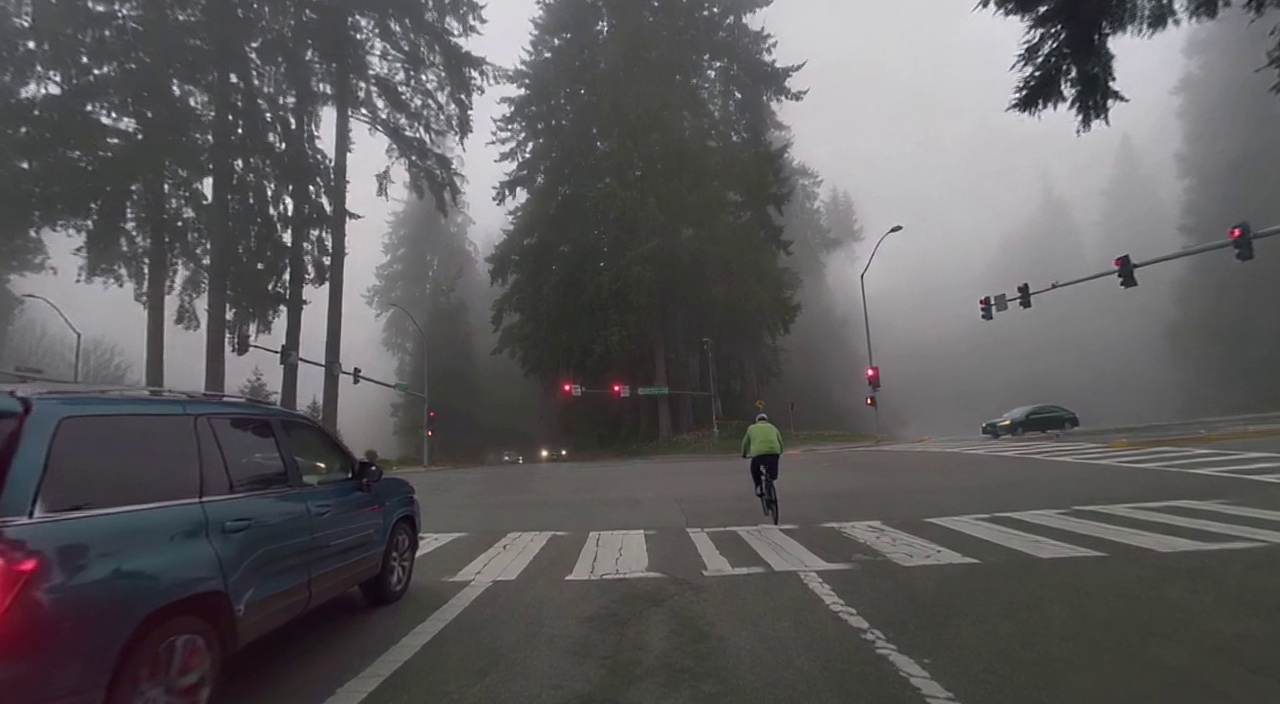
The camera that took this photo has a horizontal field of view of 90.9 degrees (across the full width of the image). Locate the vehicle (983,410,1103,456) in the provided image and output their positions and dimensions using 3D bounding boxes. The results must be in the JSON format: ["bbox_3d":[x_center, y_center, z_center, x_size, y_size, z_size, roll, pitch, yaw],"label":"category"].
[{"bbox_3d":[18.579,3.762,29.154,4.237,1.948,1.997,0,-9,-9],"label":"vehicle"}]

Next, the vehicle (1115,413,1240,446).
[{"bbox_3d":[25.749,3.743,30.249,4.716,1.507,1.904,2,-9,-11],"label":"vehicle"}]

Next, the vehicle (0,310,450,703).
[{"bbox_3d":[-2.971,1.065,4.026,2.049,1.756,4.602,0,-8,0],"label":"vehicle"}]
